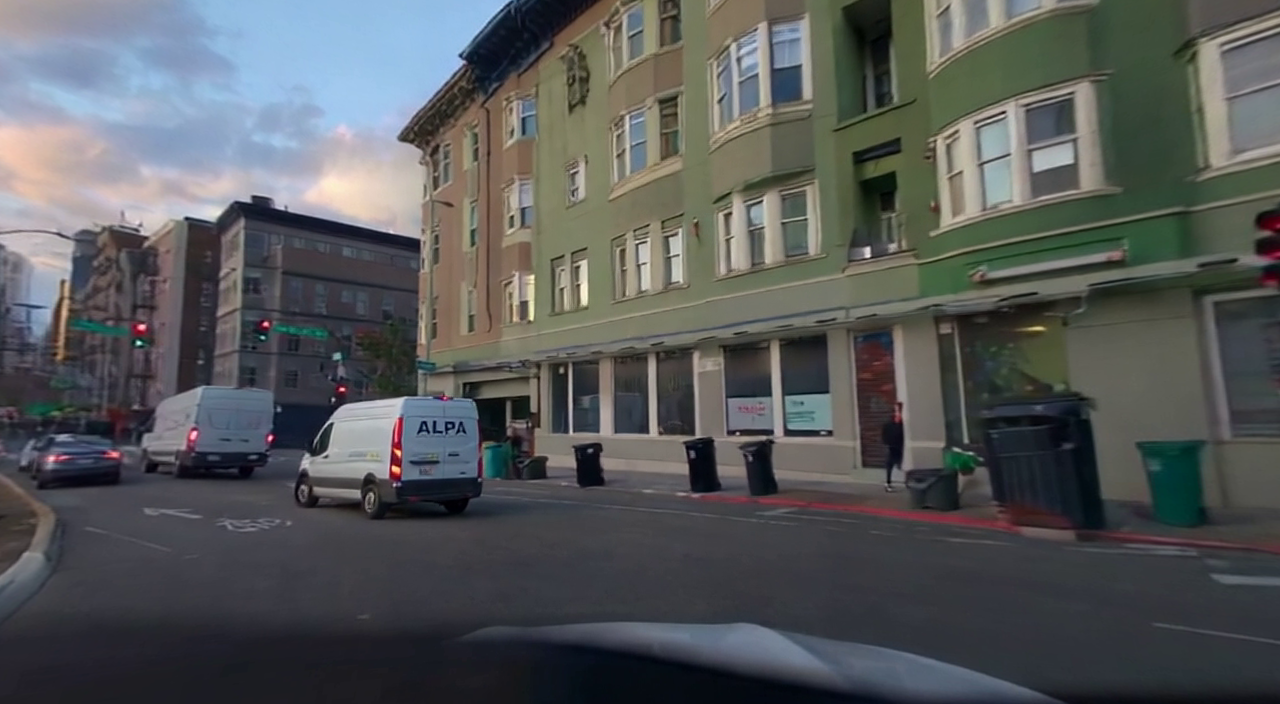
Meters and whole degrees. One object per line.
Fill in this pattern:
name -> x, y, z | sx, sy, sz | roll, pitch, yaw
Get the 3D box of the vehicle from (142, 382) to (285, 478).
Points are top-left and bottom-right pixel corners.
vehicle -> -14.300, 2.630, 20.925 | 6.504, 2.703, 2.333 | -7, -11, 43

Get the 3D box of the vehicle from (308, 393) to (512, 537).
vehicle -> -4.075, 1.821, 10.737 | 1.951, 1.907, 4.266 | 6, -10, -38

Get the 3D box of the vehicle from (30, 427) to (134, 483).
vehicle -> -16.452, 2.989, 18.518 | 3.426, 1.461, 1.841 | -7, -11, 43
